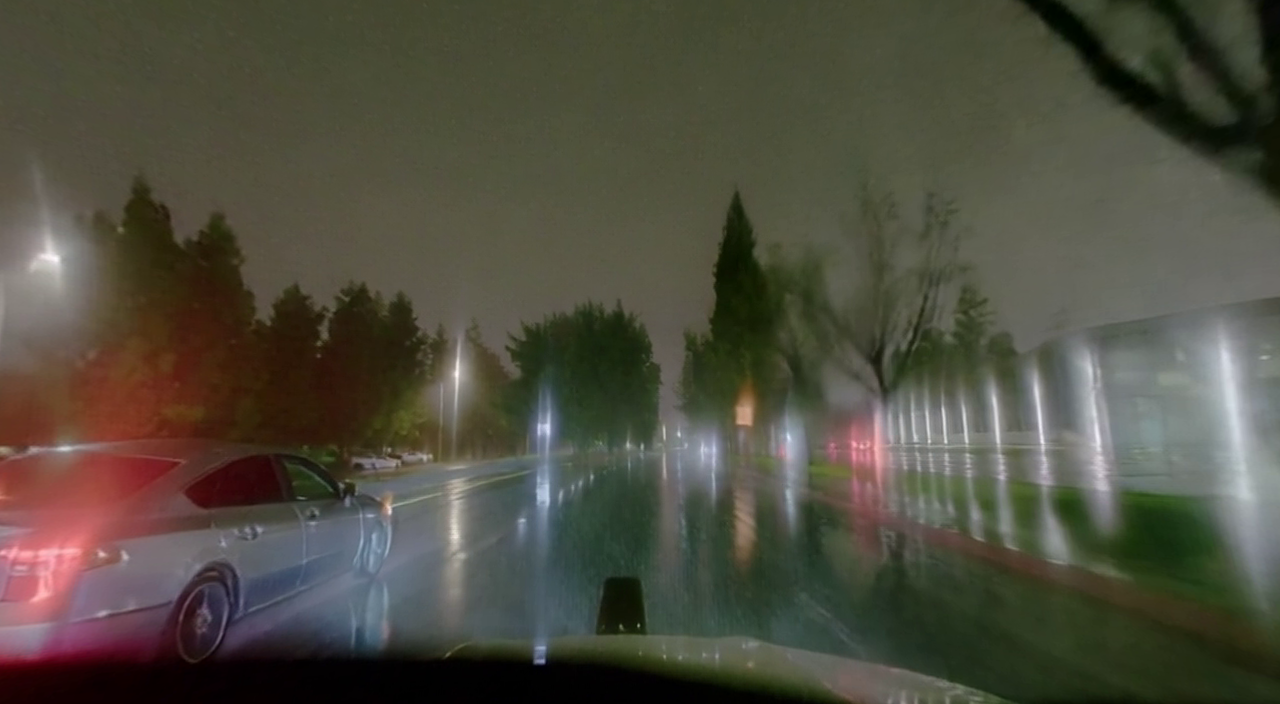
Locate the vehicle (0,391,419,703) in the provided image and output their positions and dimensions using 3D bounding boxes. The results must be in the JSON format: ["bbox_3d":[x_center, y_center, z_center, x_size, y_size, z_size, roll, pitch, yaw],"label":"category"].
[{"bbox_3d":[-3.376,1.233,4.643,1.915,1.521,4.283,0,-8,0],"label":"vehicle"}]
